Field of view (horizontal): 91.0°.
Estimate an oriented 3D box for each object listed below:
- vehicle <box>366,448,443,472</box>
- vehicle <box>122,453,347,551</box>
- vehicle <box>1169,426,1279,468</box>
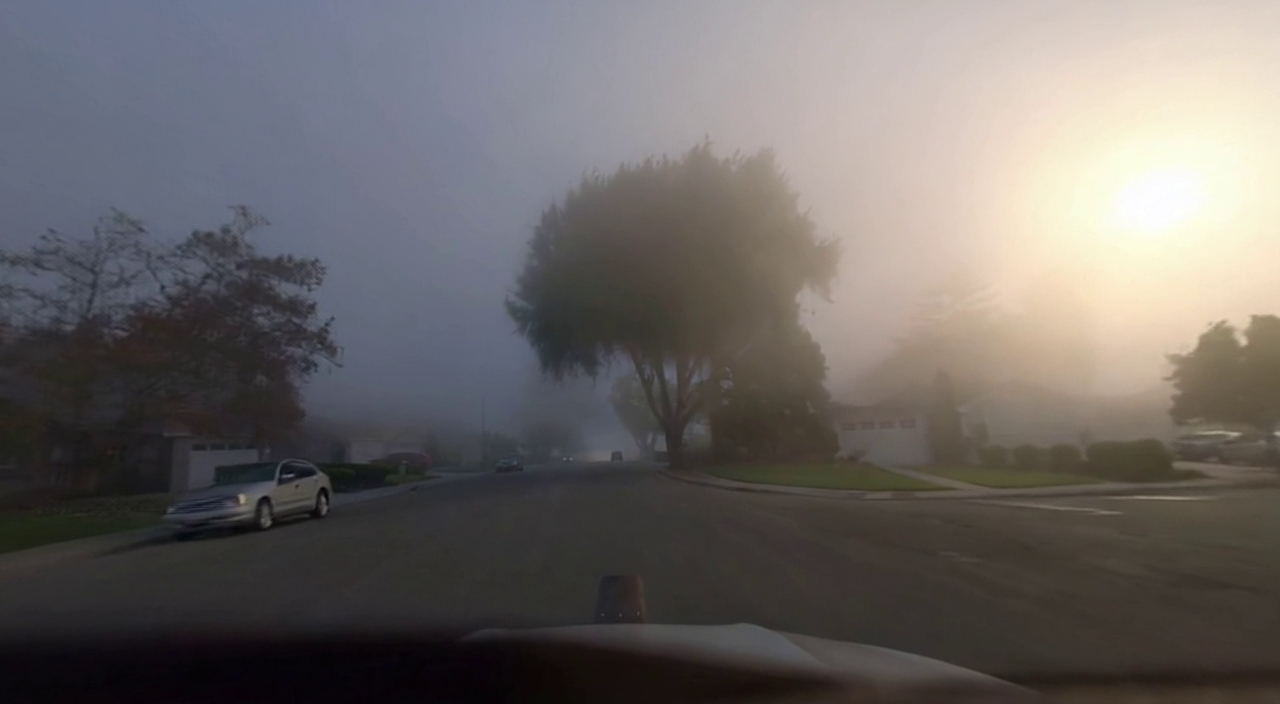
[{"bbox_3d":[-17.215,7.932,46.138,4.850,1.676,1.920,0,-9,-1],"label":"vehicle"},{"bbox_3d":[-7.765,2.858,12.690,1.938,1.499,4.290,-3,-9,-4],"label":"vehicle"},{"bbox_3d":[23.158,3.545,23.511,1.932,1.464,5.044,1,-9,-8],"label":"vehicle"}]
